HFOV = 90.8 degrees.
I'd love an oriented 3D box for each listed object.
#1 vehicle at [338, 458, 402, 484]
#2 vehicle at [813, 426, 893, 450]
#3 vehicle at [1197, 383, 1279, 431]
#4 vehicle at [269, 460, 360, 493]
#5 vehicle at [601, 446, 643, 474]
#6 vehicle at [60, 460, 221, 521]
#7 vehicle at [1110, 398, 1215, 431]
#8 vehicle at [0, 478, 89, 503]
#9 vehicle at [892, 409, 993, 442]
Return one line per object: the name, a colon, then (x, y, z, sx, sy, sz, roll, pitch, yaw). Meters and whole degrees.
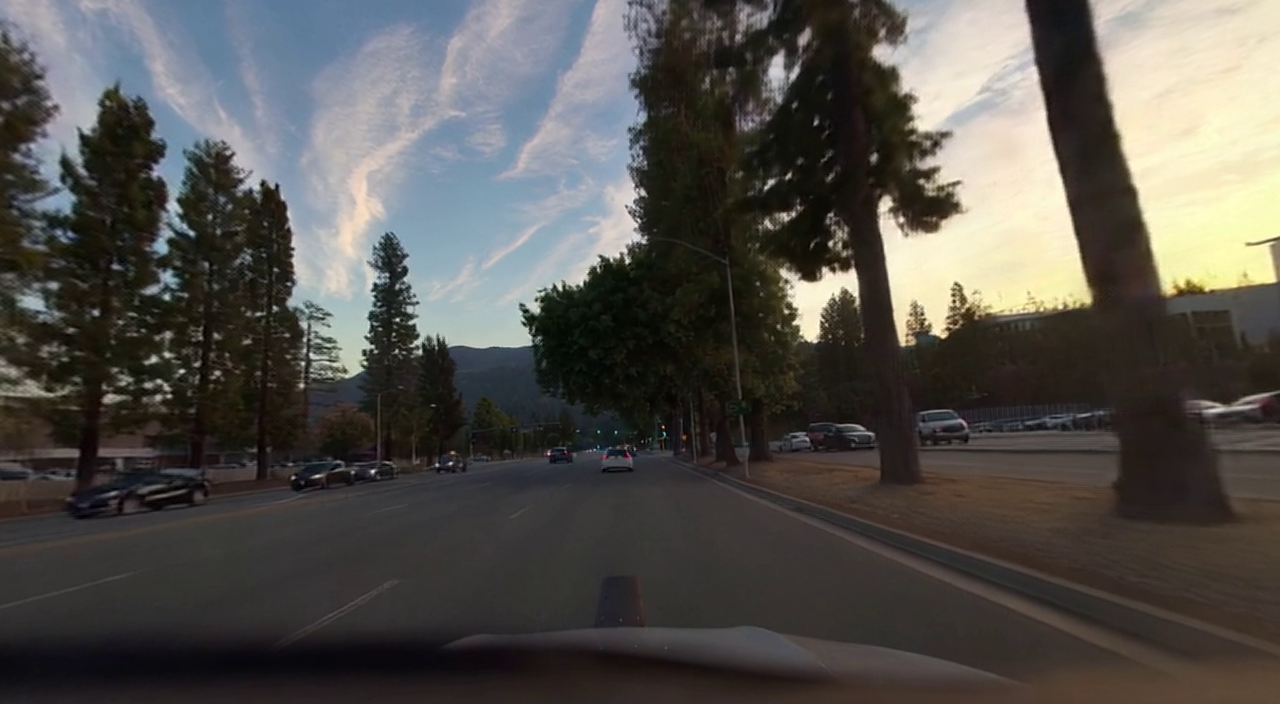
vehicle: (-17.071, 7.530, 40.219, 1.985, 1.471, 4.797, 0, -8, 0)
vehicle: (13.162, 5.353, 39.187, 4.144, 1.407, 2.201, 0, -8, -2)
vehicle: (22.044, 1.910, 21.751, 1.870, 1.470, 4.436, -1, -8, 3)
vehicle: (-16.563, 6.339, 32.463, 2.058, 1.459, 4.704, 0, -8, 1)
vehicle: (-0.957, 6.198, 36.625, 2.235, 1.500, 4.420, 0, -8, 1)
vehicle: (-16.993, 4.681, 21.865, 2.016, 1.598, 4.545, -3, -8, -2)
vehicle: (28.821, 3.540, 35.085, 1.857, 1.615, 4.839, 0, -8, 2)
vehicle: (-39.330, 9.056, 41.464, 4.429, 1.486, 1.942, 0, -8, -1)
vehicle: (15.072, 3.713, 31.598, 3.956, 1.504, 2.170, 2, -9, -9)
